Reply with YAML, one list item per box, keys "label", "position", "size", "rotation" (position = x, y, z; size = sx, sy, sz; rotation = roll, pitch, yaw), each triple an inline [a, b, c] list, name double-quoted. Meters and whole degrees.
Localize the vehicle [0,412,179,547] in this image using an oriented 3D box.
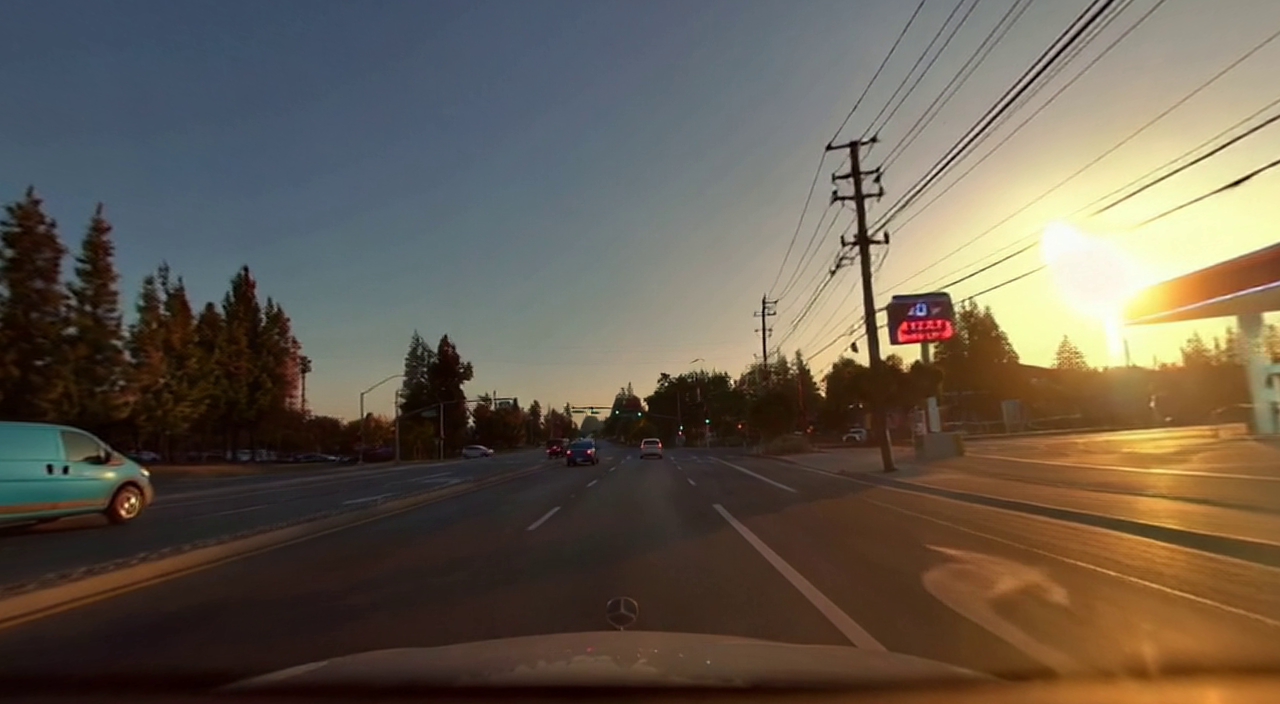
- label: "vehicle"
  position: [-9.897, 1.874, 9.461]
  size: [2.149, 1.848, 4.961]
  rotation: [0, -8, 1]
